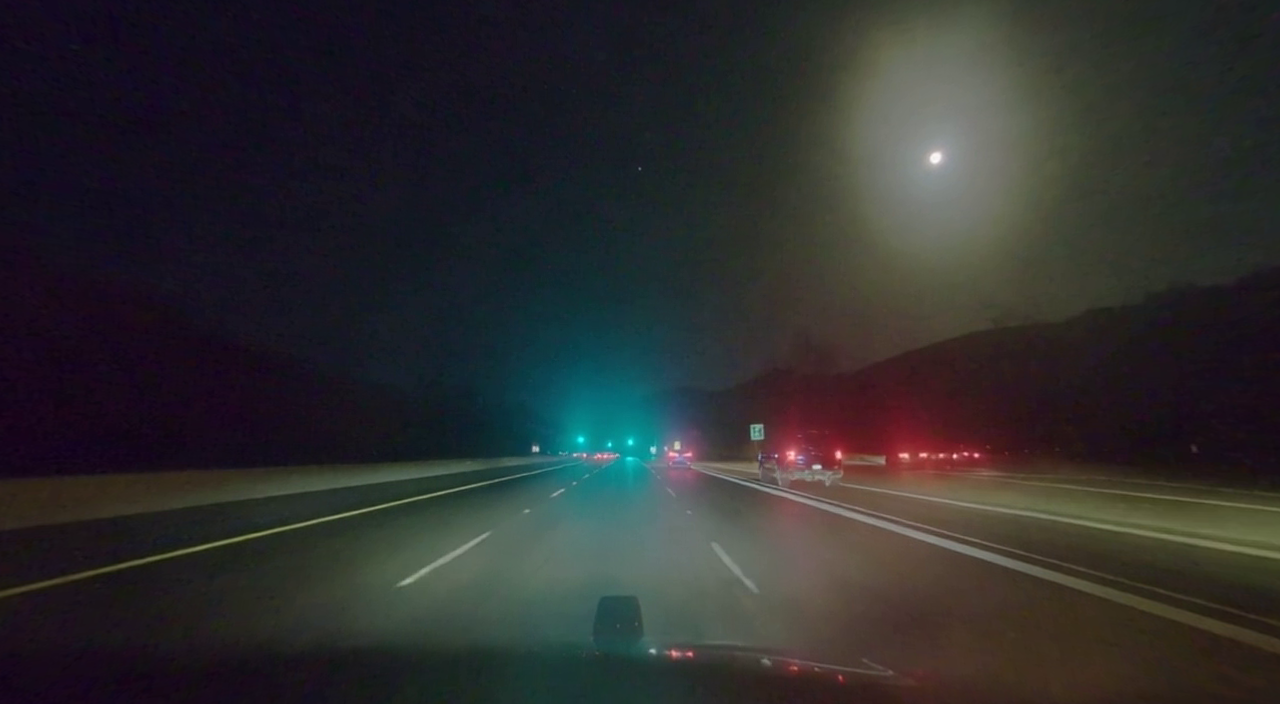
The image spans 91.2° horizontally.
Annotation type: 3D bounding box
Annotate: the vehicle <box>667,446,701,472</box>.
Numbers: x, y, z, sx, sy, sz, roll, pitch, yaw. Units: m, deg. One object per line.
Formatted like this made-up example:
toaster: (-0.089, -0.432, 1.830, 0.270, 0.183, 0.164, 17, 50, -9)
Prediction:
vehicle: (2.842, 6.948, 40.920, 1.895, 1.555, 4.030, 0, -9, 0)
